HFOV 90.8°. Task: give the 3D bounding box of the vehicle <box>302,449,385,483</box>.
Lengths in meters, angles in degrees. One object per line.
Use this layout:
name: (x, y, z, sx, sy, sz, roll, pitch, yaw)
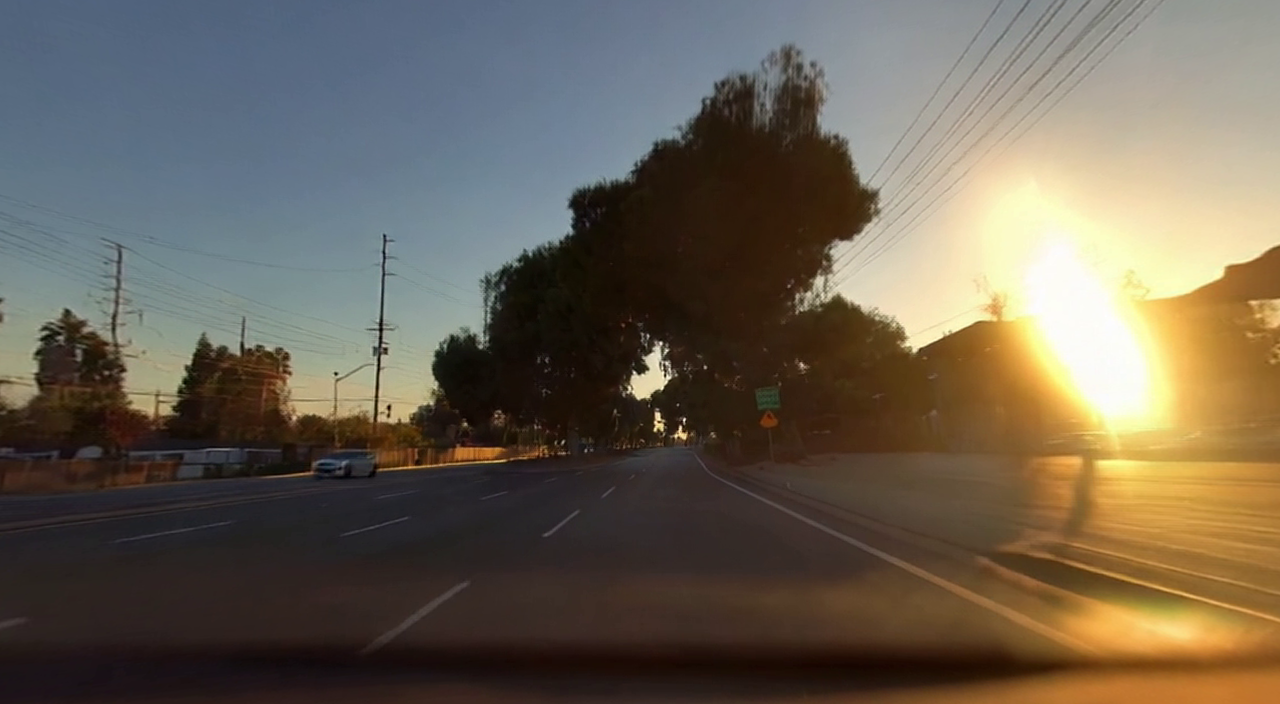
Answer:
vehicle: (-14.488, 5.569, 31.224, 1.887, 1.478, 4.471, 0, -8, 1)
